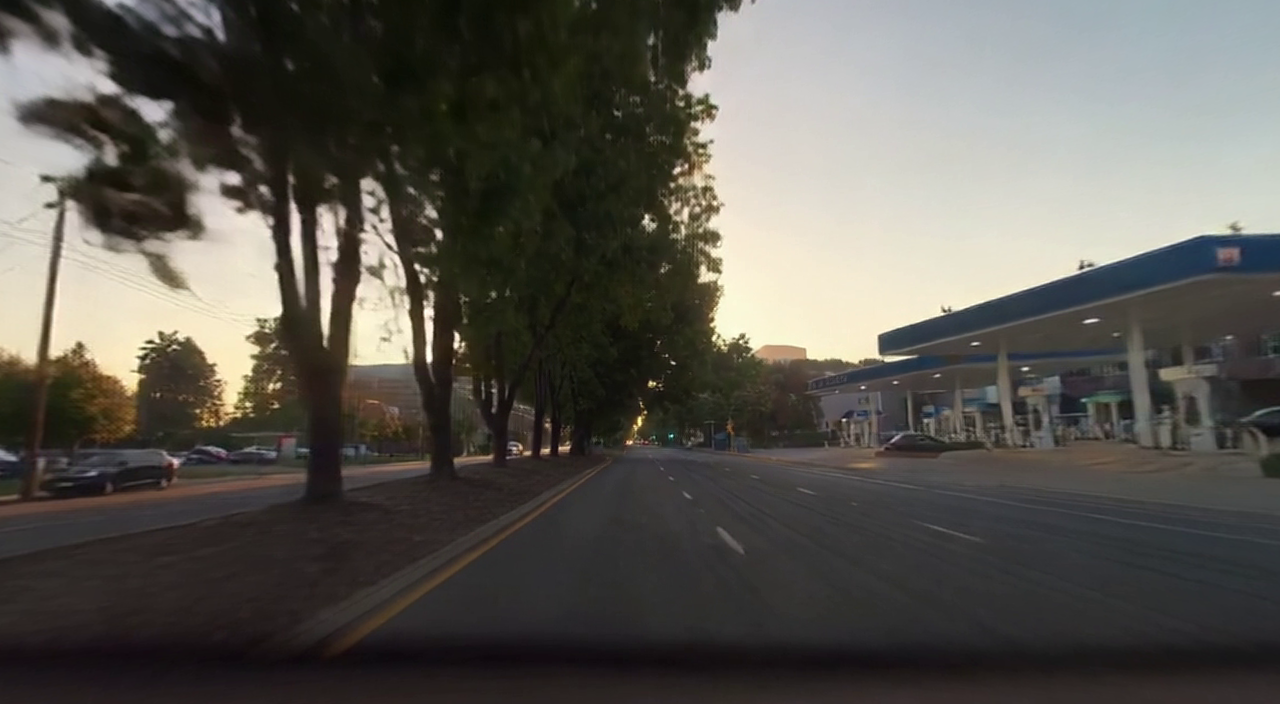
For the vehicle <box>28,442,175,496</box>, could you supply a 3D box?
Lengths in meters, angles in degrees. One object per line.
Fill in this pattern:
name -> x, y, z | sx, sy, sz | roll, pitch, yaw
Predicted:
vehicle -> -22.174, 4.785, 26.357 | 2.076, 1.927, 4.749 | -2, -8, -2
